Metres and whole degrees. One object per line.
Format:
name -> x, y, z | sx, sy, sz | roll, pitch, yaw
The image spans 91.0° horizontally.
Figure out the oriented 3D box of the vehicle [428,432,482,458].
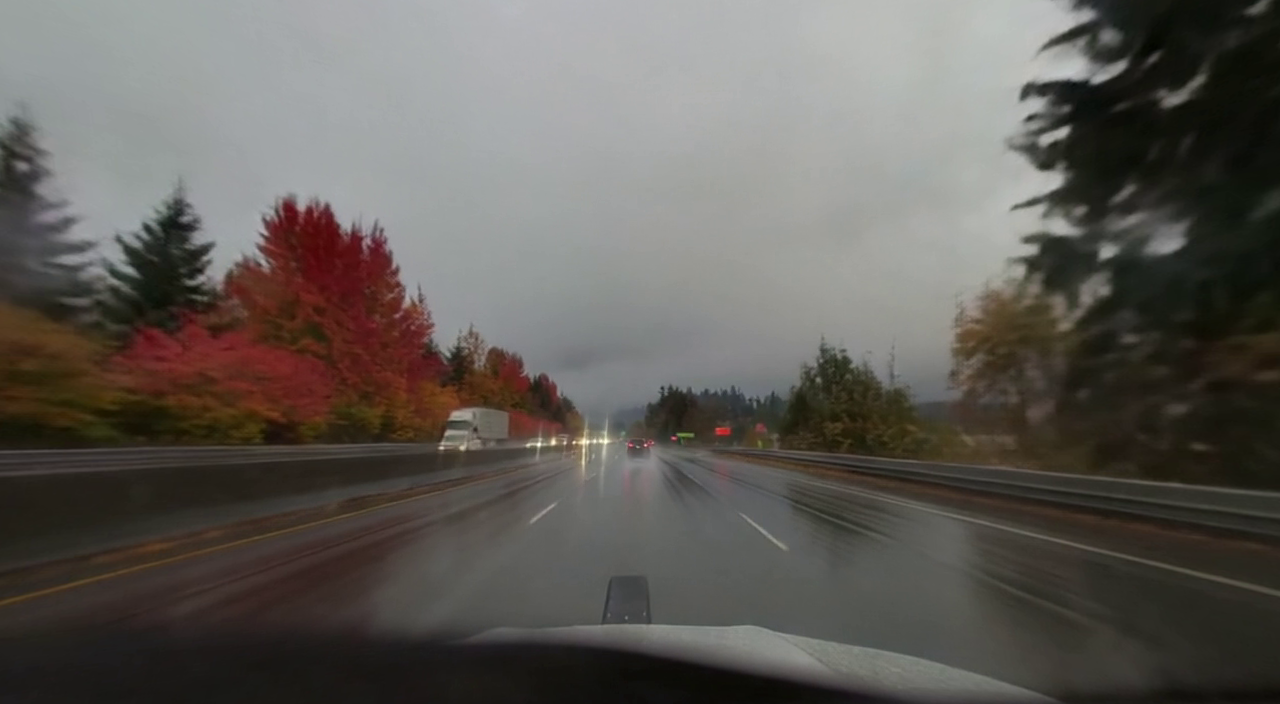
vehicle -> -11.697, 5.928, 40.113 | 1.968, 1.569, 4.700 | 0, -8, 0
